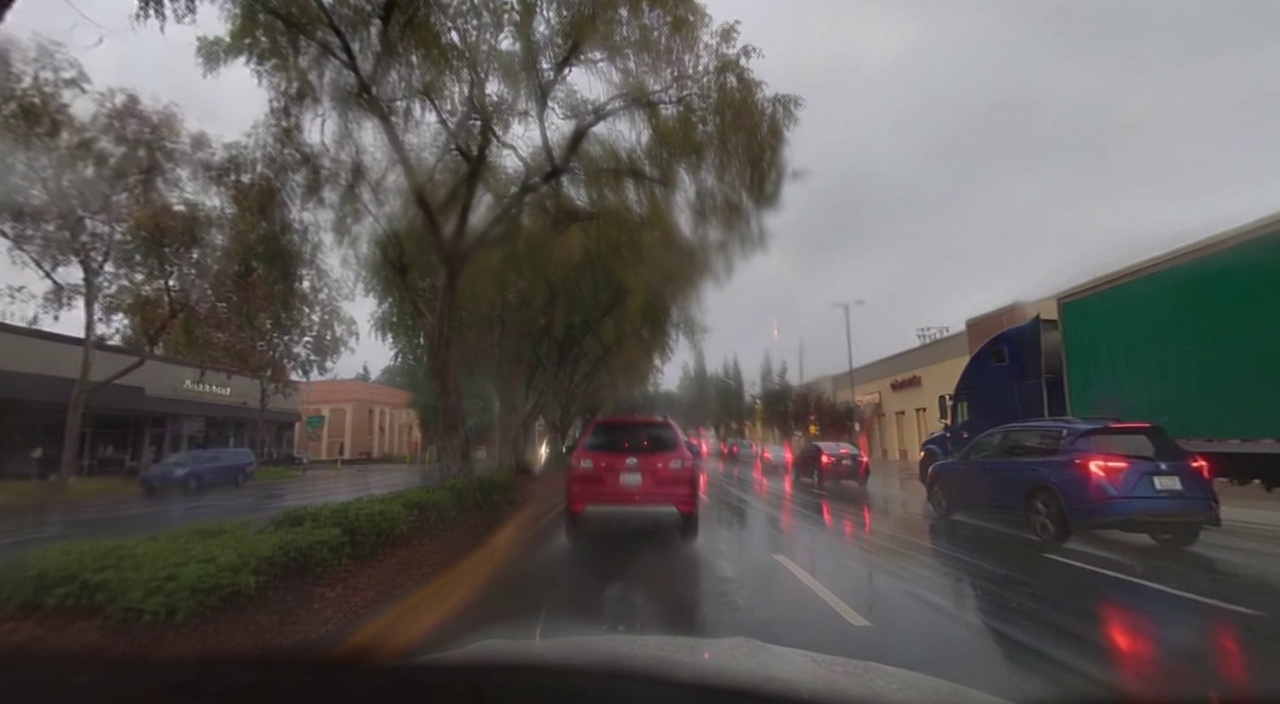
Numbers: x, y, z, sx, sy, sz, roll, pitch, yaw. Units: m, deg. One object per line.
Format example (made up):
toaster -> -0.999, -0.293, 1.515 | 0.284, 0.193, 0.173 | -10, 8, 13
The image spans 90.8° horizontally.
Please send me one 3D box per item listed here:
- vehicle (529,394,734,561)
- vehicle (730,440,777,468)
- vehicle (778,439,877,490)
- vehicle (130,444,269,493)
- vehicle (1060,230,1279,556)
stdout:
vehicle -> -0.134, 1.739, 9.335 | 2.320, 1.880, 4.192 | 0, -9, -1
vehicle -> 6.499, 5.882, 36.610 | 1.914, 1.523, 4.287 | 0, -9, -1
vehicle -> 6.282, 3.805, 21.744 | 2.035, 1.553, 4.465 | 0, -9, 0
vehicle -> -19.281, 5.102, 28.050 | 2.302, 1.939, 5.221 | 0, -9, 1
vehicle -> 9.962, -0.132, 3.906 | 2.879, 4.284, 17.334 | 0, -9, 0
